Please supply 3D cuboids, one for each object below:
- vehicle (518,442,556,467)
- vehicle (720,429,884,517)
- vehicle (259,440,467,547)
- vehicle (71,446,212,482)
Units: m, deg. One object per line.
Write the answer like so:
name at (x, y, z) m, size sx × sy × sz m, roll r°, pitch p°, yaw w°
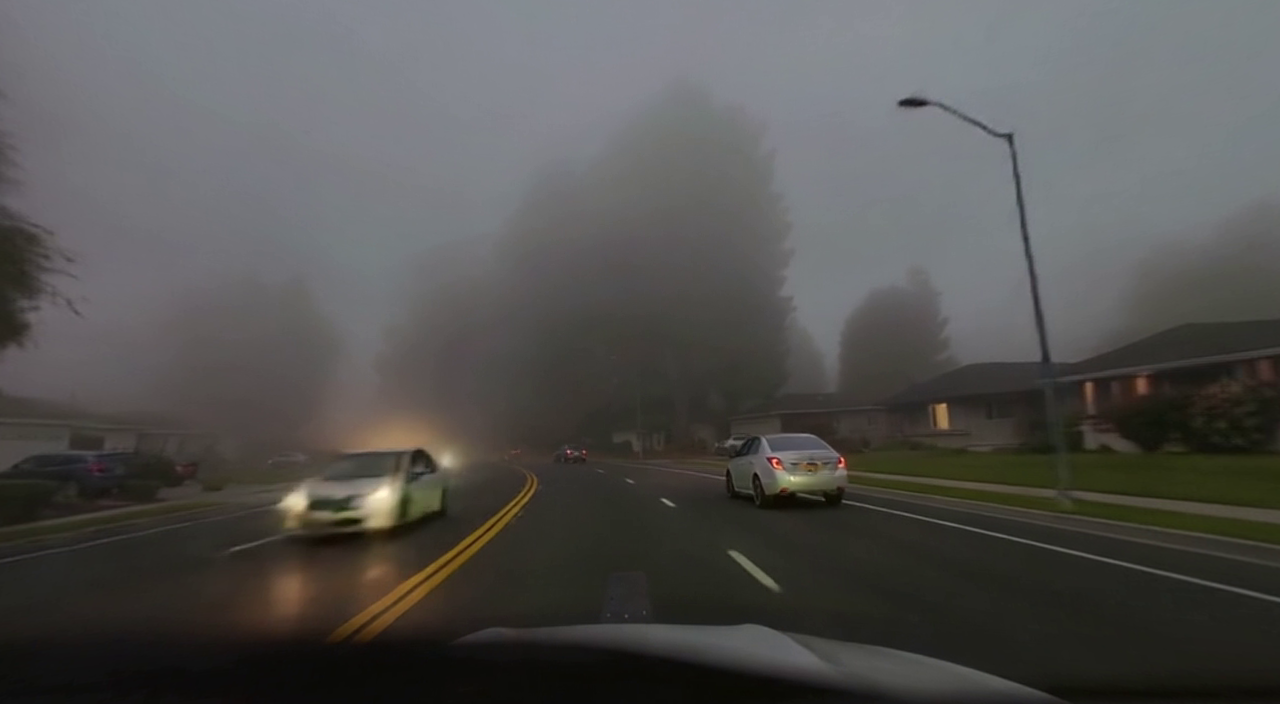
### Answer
vehicle at (-7.587, 7.472, 46.091) m, size 2.106 × 1.667 × 4.367 m, roll 2°, pitch -9°, yaw -18°
vehicle at (3.126, 2.423, 13.219) m, size 1.934 × 1.506 × 4.282 m, roll 1°, pitch -8°, yaw -6°
vehicle at (-4.498, 2.318, 11.098) m, size 1.985 × 1.470 × 4.305 m, roll 0°, pitch -8°, yaw -4°
vehicle at (-22.246, 5.000, 28.254) m, size 4.670 × 1.533 × 1.904 m, roll 0°, pitch -8°, yaw 0°
